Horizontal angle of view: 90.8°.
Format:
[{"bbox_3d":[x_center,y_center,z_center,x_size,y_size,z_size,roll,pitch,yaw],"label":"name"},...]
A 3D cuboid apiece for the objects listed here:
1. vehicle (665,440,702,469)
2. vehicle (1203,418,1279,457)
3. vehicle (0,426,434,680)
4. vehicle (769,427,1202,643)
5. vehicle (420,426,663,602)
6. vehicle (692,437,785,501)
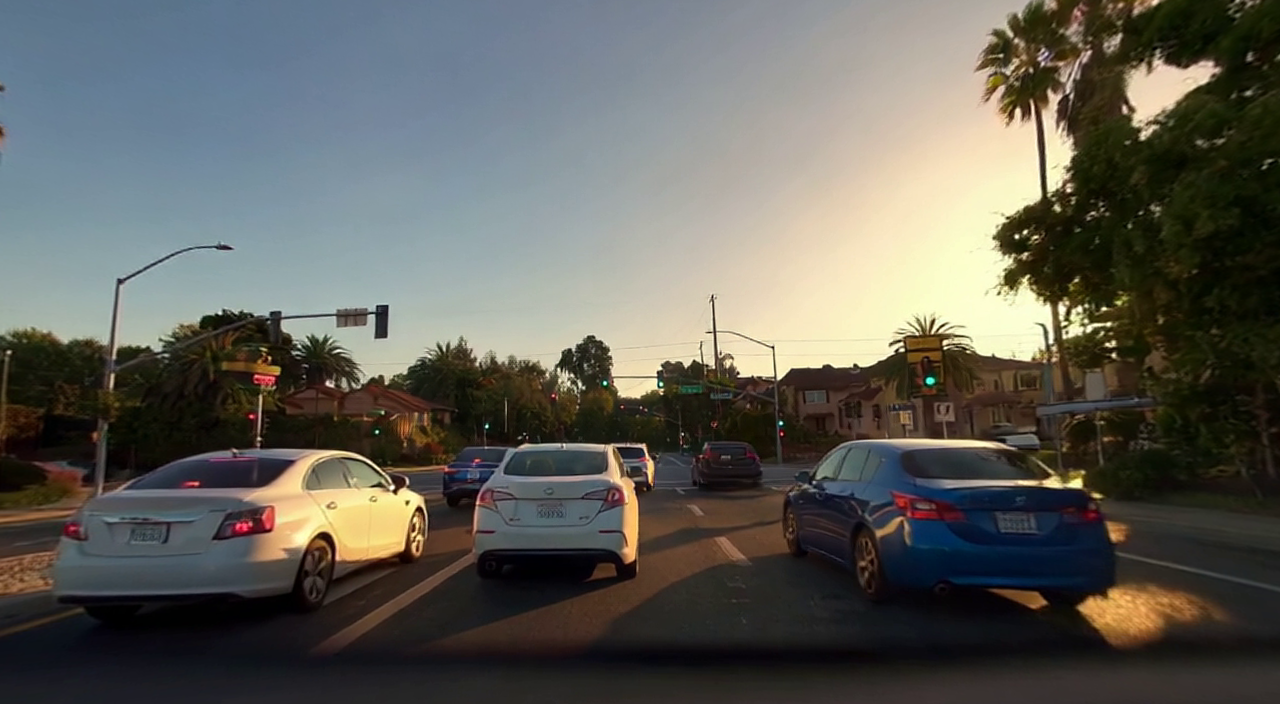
[{"bbox_3d":[2.839,6.771,41.953,2.063,1.750,4.410,0,-8,-1],"label":"vehicle"},{"bbox_3d":[28.686,3.873,28.384,4.517,1.695,1.953,-2,-9,12],"label":"vehicle"},{"bbox_3d":[-3.688,1.520,6.018,2.058,1.474,4.473,0,-8,-2],"label":"vehicle"},{"bbox_3d":[2.824,1.577,6.553,2.014,1.464,4.312,0,-8,0],"label":"vehicle"},{"bbox_3d":[-0.894,1.696,7.474,2.104,1.500,3.815,0,-8,-1],"label":"vehicle"},{"bbox_3d":[2.709,3.324,18.395,1.956,1.615,4.205,0,-8,-1],"label":"vehicle"}]
